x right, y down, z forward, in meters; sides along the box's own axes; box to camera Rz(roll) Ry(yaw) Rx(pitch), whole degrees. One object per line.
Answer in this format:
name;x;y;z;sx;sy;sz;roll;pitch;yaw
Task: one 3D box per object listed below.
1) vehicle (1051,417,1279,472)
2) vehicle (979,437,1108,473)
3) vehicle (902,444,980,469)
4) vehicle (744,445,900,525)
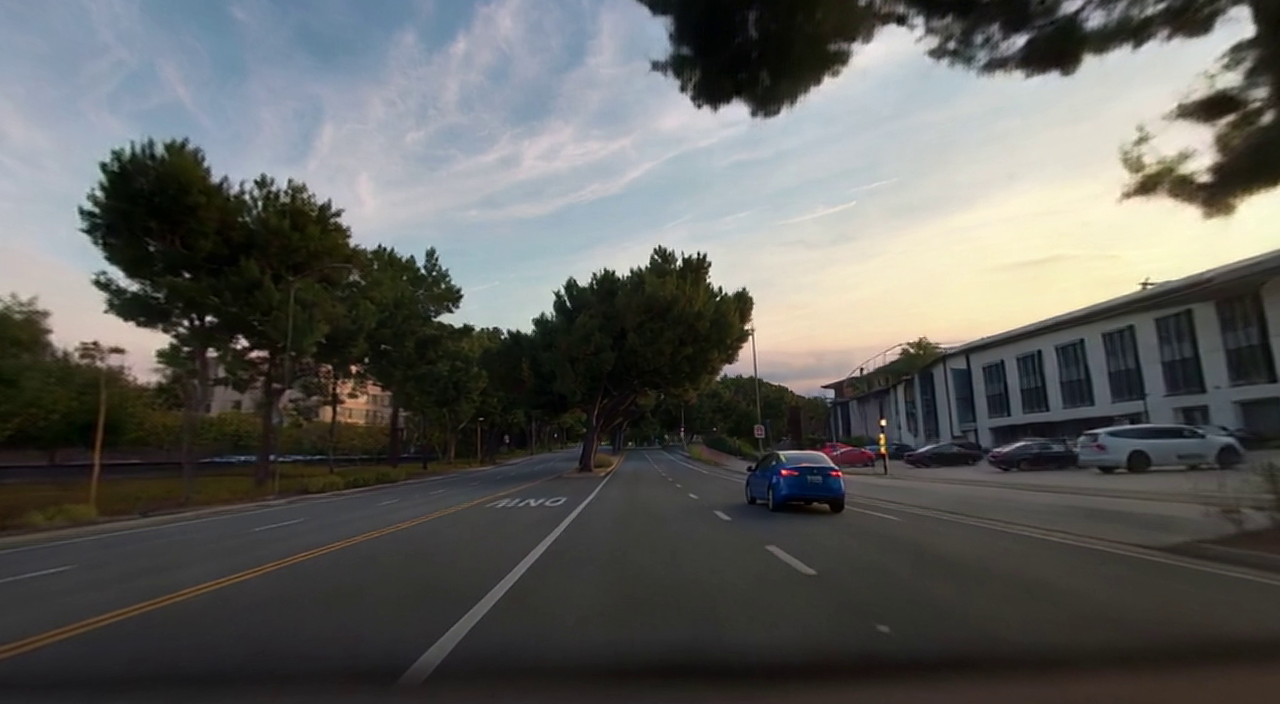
vehicle;18.625;3.309;22.491;6.156;1.801;2.491;0;-9;1
vehicle;18.177;4.638;28.617;4.436;1.556;1.997;0;-9;-1
vehicle;17.845;6.209;37.576;3.622;1.432;2.029;0;-9;-3
vehicle;3.825;2.870;14.280;2.114;1.493;4.430;0;-9;-1
